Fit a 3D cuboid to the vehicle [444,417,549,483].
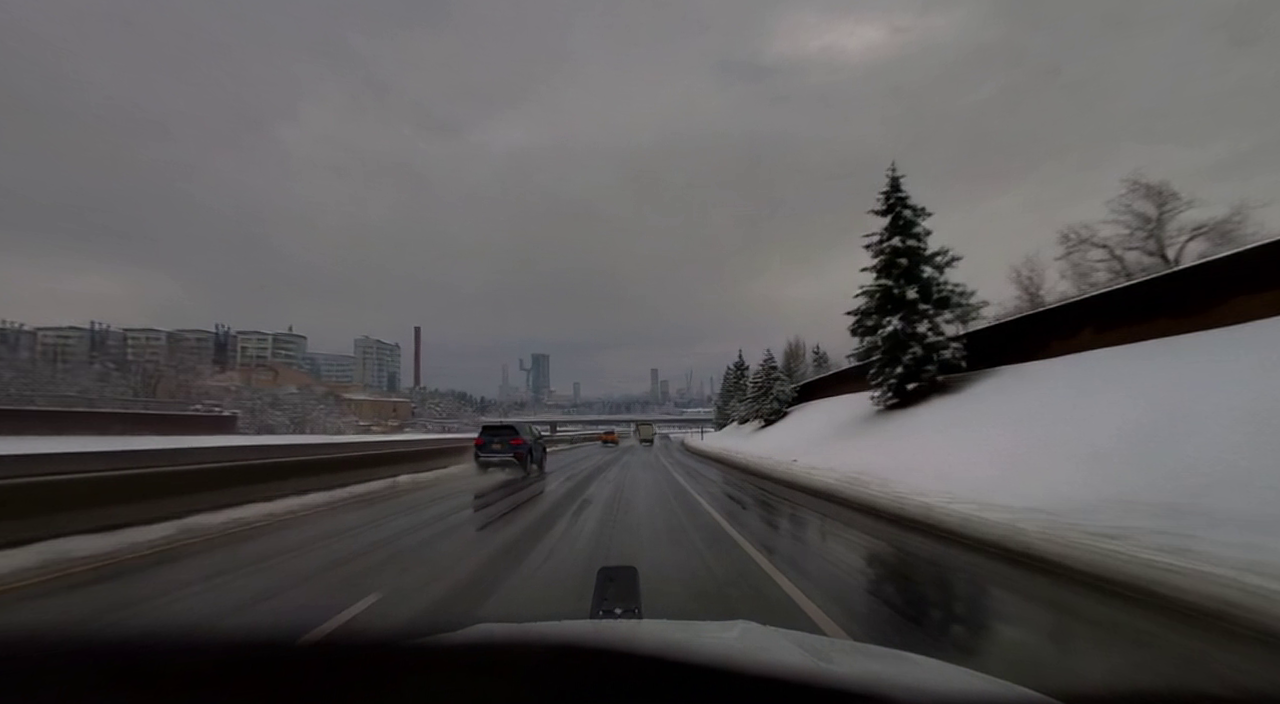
[{"bbox_3d":[-4.008,2.827,18.403,2.018,1.678,4.312,0,-8,1],"label":"vehicle"}]
